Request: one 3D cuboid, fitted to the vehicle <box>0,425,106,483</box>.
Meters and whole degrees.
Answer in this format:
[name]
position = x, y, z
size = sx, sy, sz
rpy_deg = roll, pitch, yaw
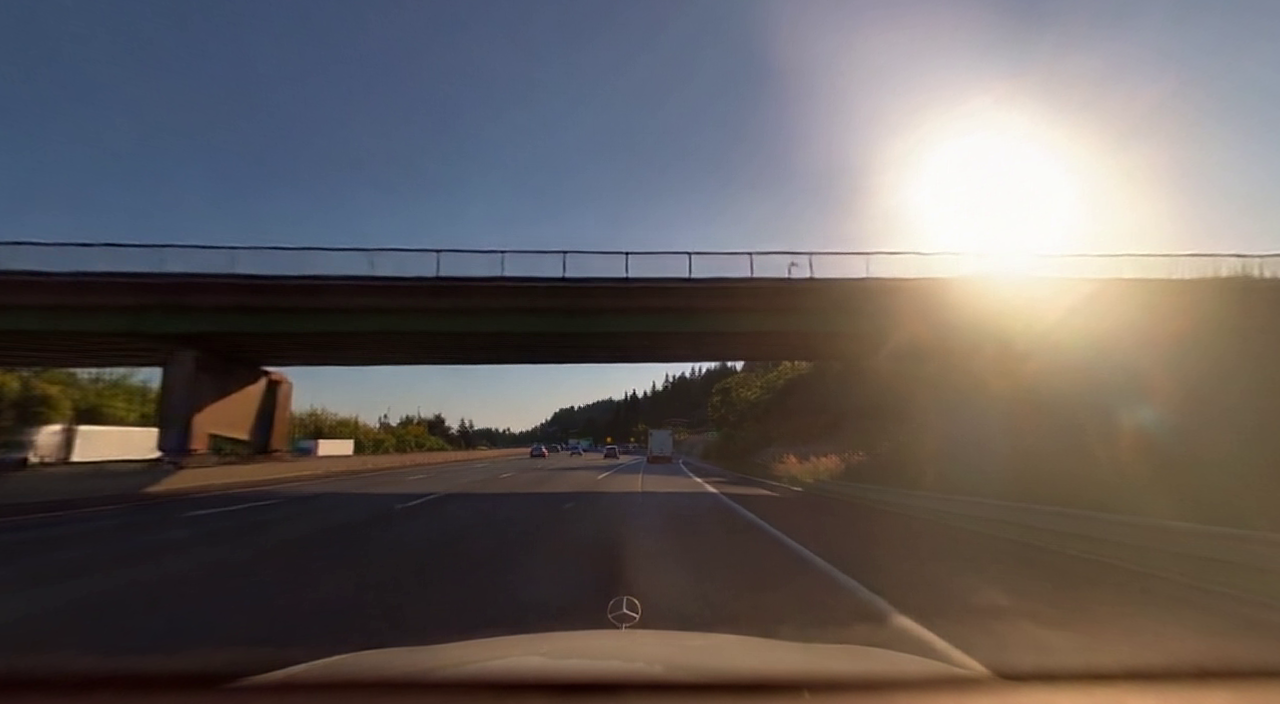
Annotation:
[vehicle]
position = -39.802, 6.821, 42.166
size = 2.887, 3.555, 6.298
rpy_deg = 2, -9, -8
